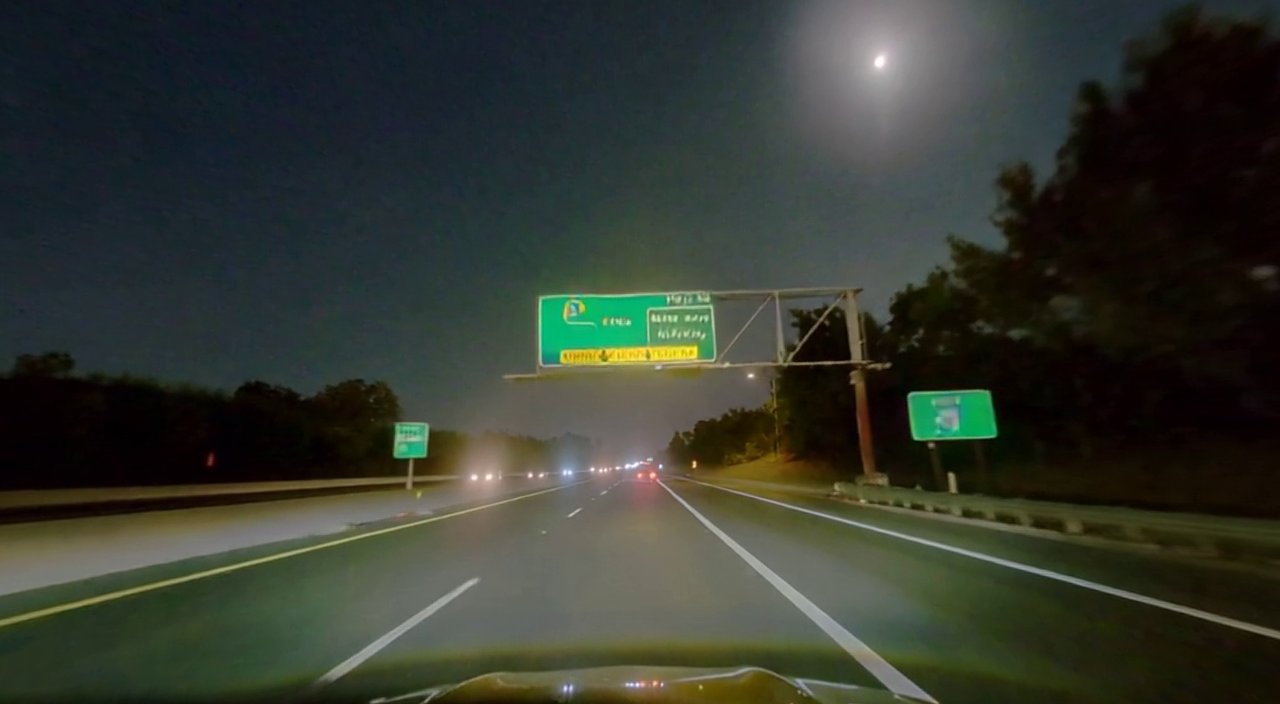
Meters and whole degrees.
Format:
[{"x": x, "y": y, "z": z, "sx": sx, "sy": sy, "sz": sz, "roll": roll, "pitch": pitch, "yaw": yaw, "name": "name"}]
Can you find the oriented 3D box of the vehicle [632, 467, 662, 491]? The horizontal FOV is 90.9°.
[{"x": 0.462, "y": 8.930, "z": 44.505, "sx": 2.016, "sy": 1.530, "sz": 4.009, "roll": 1, "pitch": -11, "yaw": 0, "name": "vehicle"}]
